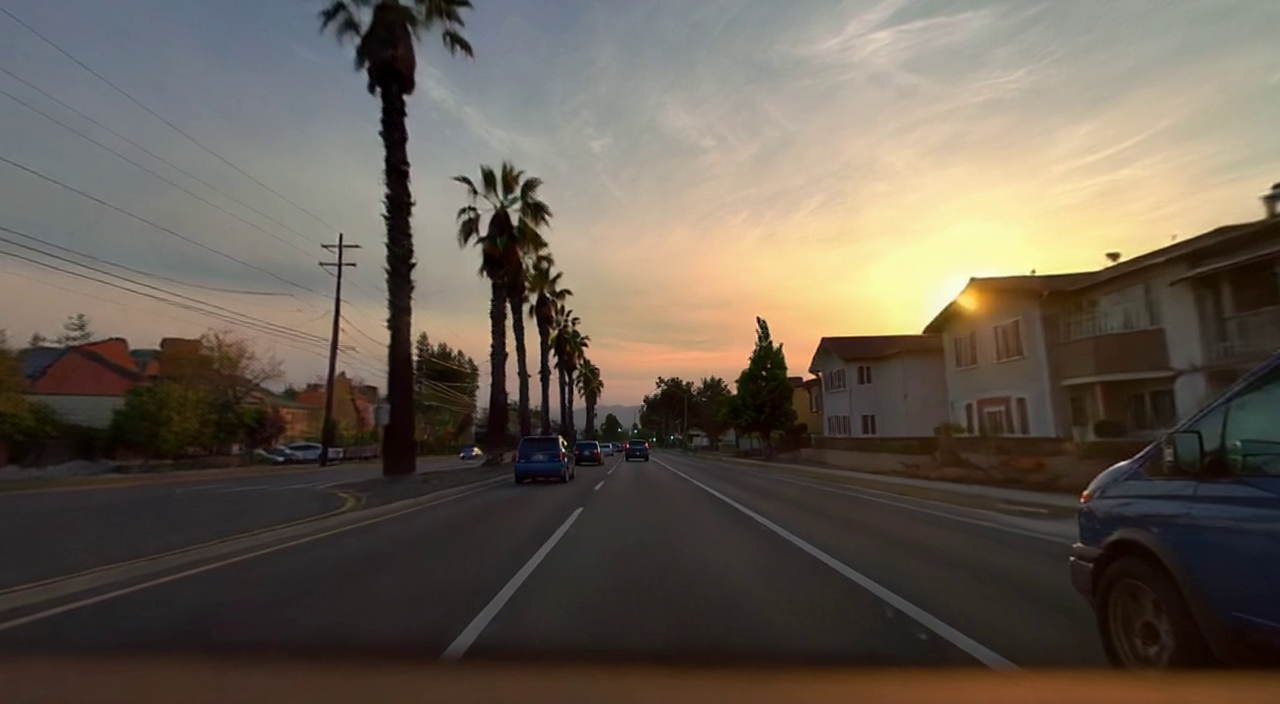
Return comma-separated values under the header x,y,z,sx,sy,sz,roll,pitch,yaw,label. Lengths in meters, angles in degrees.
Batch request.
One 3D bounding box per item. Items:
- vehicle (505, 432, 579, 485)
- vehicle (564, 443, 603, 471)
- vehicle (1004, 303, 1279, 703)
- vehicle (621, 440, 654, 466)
x,y,z,sx,sy,sz,roll,pitch,yaw,label
-3.409,3.801,22.709,1.967,1.703,4.157,0,-9,0,vehicle
-3.068,5.812,35.096,1.869,1.454,4.142,0,-9,-1,vehicle
3.752,0.681,2.028,2.234,1.912,4.847,0,-9,0,vehicle
-0.201,7.033,44.068,2.191,1.761,3.857,0,-9,-2,vehicle
